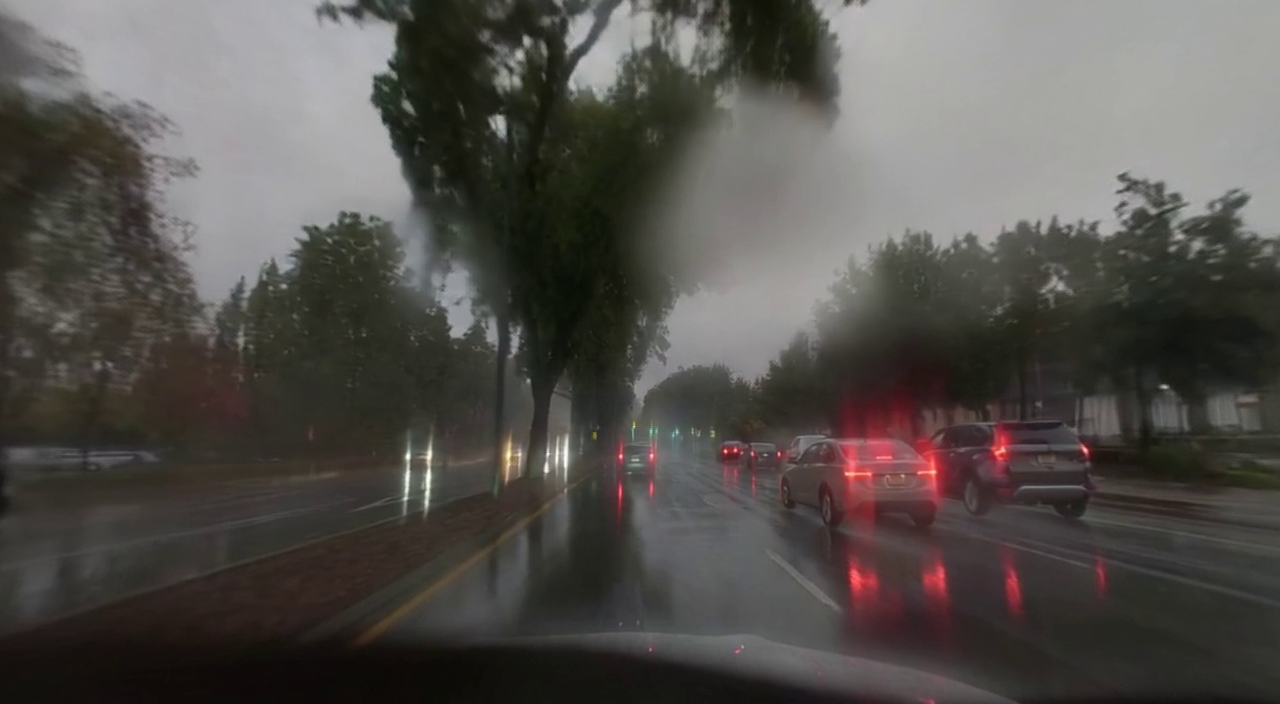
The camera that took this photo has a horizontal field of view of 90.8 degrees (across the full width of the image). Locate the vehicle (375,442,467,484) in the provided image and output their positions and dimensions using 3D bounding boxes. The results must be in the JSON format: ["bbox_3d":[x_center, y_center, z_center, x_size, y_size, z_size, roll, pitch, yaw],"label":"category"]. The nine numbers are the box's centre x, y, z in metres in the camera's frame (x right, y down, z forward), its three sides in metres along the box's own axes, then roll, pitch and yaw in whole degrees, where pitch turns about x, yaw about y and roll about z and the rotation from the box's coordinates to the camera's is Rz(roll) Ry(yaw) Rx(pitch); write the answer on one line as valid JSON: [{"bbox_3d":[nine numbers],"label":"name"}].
[{"bbox_3d":[-8.529,4.337,25.093,1.993,1.458,4.614,-1,-8,0],"label":"vehicle"}]

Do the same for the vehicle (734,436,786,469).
[{"bbox_3d":[6.927,5.864,36.965,2.068,1.779,4.567,0,-8,-1],"label":"vehicle"}]

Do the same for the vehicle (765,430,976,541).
[{"bbox_3d":[3.519,2.107,10.629,1.858,1.466,4.230,0,-8,-1],"label":"vehicle"}]

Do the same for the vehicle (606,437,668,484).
[{"bbox_3d":[-0.093,3.760,22.110,1.994,1.479,3.647,0,-8,0],"label":"vehicle"}]

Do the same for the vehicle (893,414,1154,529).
[{"bbox_3d":[7.035,2.245,12.396,2.134,1.810,4.590,0,-8,-1],"label":"vehicle"}]
